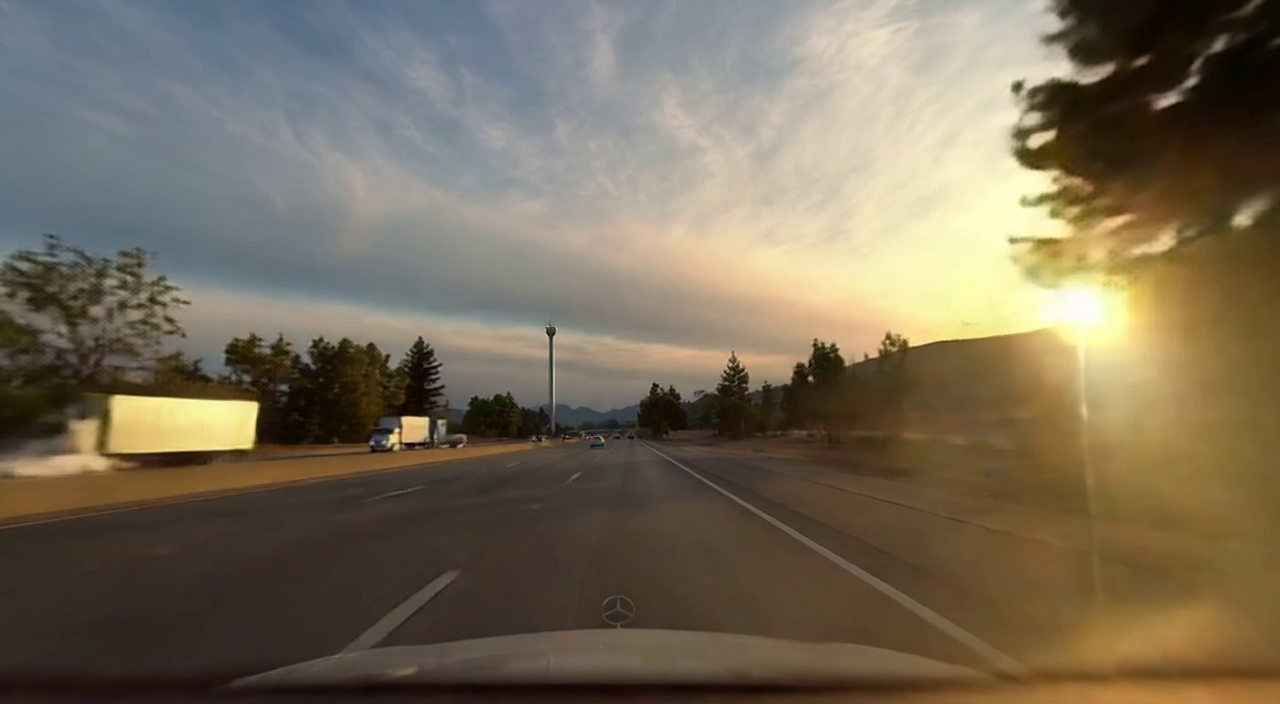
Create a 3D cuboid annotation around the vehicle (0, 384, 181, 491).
[{"bbox_3d":[-22.985,3.487,25.997,2.913,3.836,6.596,0,-7,-1],"label":"vehicle"}]
